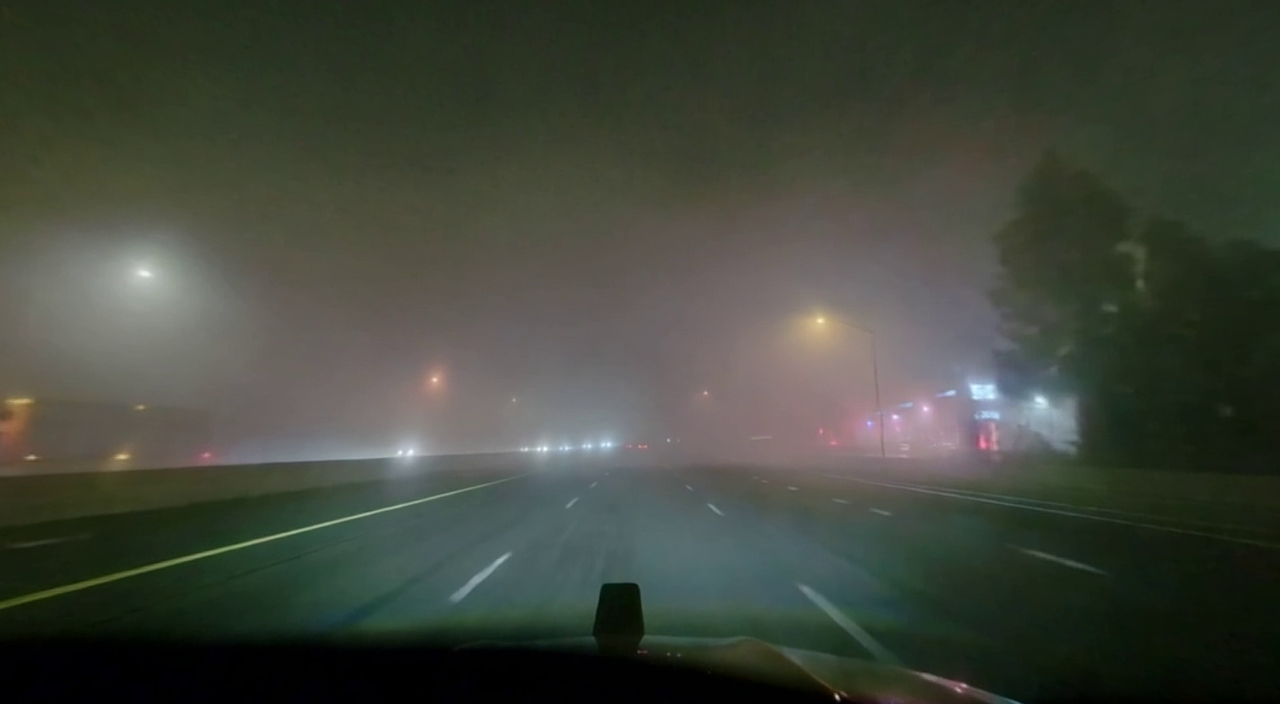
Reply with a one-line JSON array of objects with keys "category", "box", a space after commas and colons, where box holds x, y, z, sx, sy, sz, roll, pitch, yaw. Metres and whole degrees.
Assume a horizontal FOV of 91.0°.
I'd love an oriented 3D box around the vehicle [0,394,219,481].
[{"category": "vehicle", "box": [-32.781, 5.245, 37.837, 2.969, 4.231, 17.183, 0, -9, 1]}]
